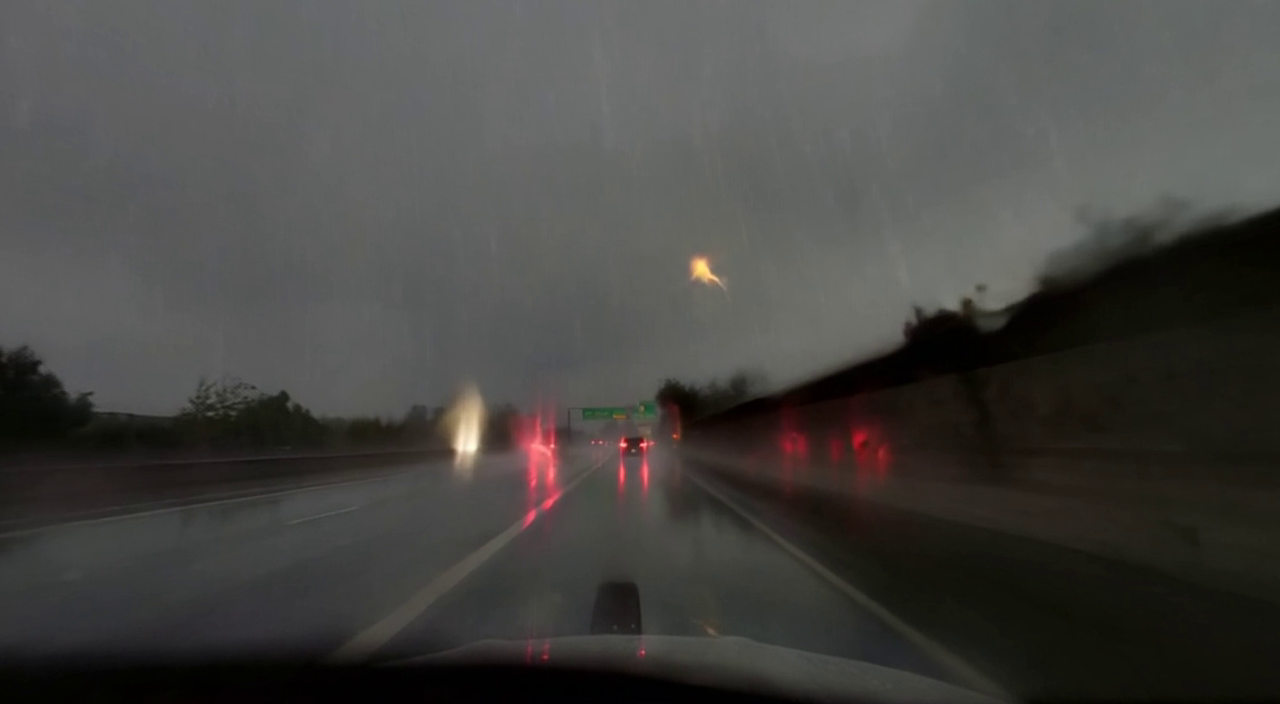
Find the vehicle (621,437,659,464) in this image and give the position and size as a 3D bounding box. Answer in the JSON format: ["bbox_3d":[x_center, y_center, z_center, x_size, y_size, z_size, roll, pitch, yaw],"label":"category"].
[{"bbox_3d":[-0.050,5.619,36.171,2.072,1.440,3.690,0,-8,-1],"label":"vehicle"}]
